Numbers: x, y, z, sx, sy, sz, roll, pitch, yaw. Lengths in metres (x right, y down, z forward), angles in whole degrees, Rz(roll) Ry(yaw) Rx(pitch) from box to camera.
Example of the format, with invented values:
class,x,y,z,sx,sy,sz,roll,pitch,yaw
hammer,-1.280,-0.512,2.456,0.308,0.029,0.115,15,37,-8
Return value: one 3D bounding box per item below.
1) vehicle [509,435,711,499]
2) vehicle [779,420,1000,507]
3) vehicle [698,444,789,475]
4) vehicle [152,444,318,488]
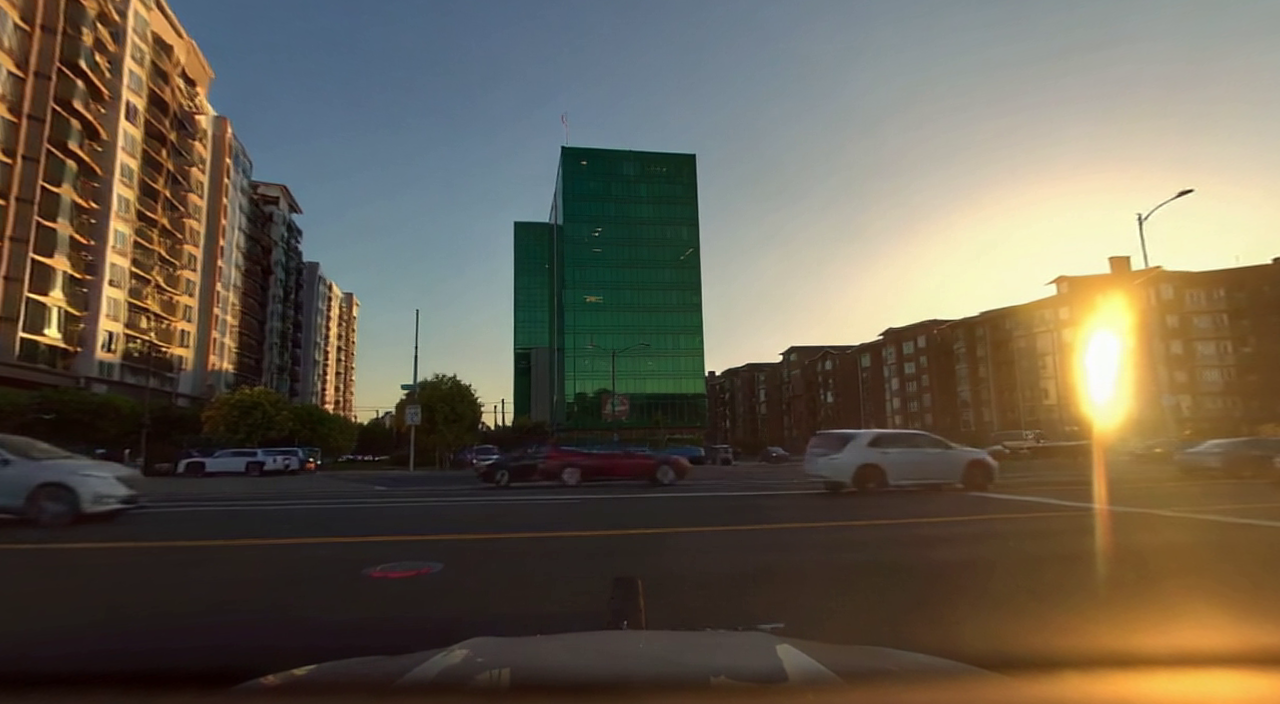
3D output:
class,x,y,z,sx,sy,sz,roll,pitch,yaw
vehicle,-0.788,2.854,15.898,4.795,1.465,1.882,1,-8,-9
vehicle,5.317,2.384,13.716,4.011,1.697,1.857,1,-9,-10
vehicle,6.294,6.548,38.622,5.127,1.803,2.011,1,-9,-10
vehicle,-14.307,4.047,22.517,4.513,1.451,1.853,1,-9,-8
